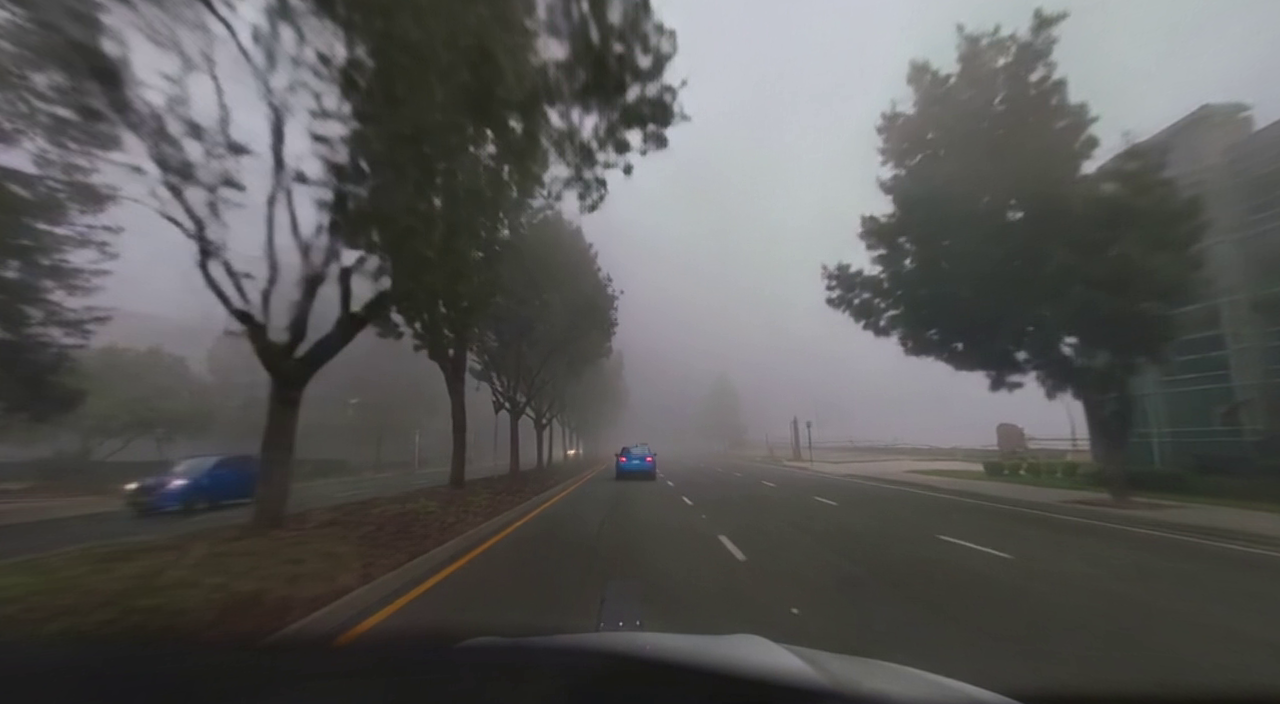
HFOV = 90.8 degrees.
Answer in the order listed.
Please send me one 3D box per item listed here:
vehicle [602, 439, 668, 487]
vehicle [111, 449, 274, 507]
[{"bbox_3d":[-0.169,3.819,22.082,2.042,1.479,4.601,0,-8,0],"label":"vehicle"},{"bbox_3d":[-14.722,4.121,21.202,2.019,1.681,4.548,-1,-8,2],"label":"vehicle"}]
